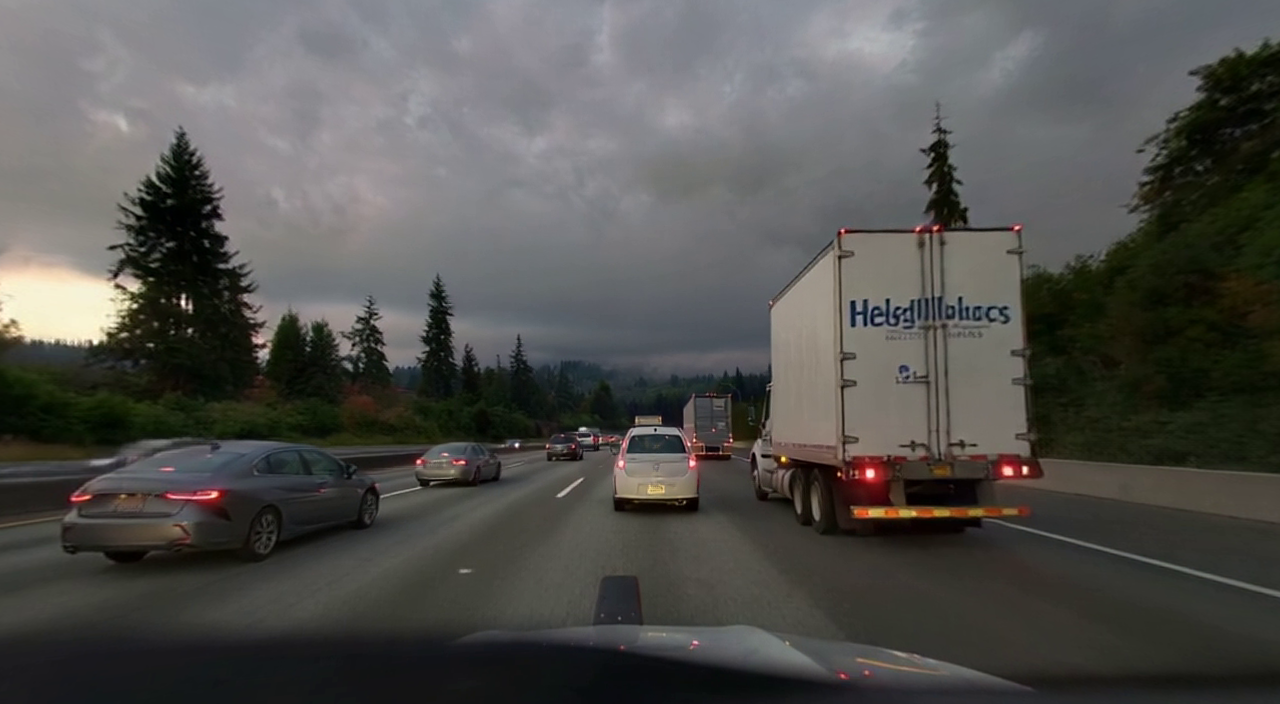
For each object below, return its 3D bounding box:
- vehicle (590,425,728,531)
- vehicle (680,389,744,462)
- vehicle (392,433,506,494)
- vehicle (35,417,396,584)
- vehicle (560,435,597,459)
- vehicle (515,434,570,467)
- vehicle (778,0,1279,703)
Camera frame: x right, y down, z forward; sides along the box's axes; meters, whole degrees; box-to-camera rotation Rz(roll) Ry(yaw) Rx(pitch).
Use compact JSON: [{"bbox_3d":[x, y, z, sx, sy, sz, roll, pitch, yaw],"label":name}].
[{"bbox_3d":[0.262,2.054,10.903,1.973,1.505,3.568,0,-8,0],"label":"vehicle"},{"bbox_3d":[4.500,5.086,42.610,2.892,4.101,14.252,0,-8,1],"label":"vehicle"},{"bbox_3d":[-5.094,2.993,17.413,1.880,1.458,3.978,0,-8,0],"label":"vehicle"},{"bbox_3d":[-4.607,1.611,7.662,1.821,1.514,3.677,0,-8,0],"label":"vehicle"},{"bbox_3d":[-4.055,6.344,42.307,2.005,1.475,4.466,0,-8,1],"label":"vehicle"},{"bbox_3d":[-4.682,4.770,30.791,1.887,1.493,4.411,0,-8,1],"label":"vehicle"},{"bbox_3d":[3.986,-0.095,4.042,2.817,3.989,14.321,0,-8,-1],"label":"vehicle"}]
